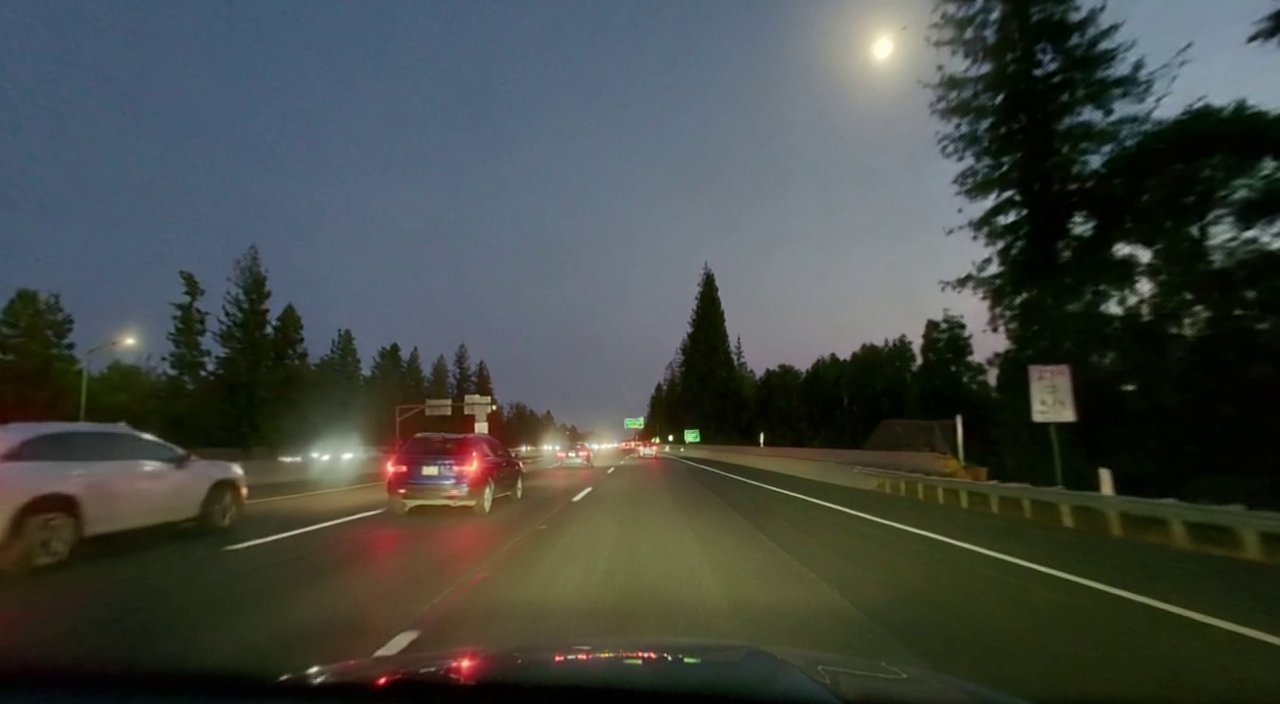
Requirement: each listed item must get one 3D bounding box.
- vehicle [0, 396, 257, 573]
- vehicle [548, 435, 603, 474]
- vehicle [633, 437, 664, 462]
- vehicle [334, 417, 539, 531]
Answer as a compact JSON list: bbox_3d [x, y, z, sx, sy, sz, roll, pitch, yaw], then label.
[{"bbox_3d":[-7.314,1.493,7.463,2.134,1.715,5.231,0,-8,1],"label":"vehicle"},{"bbox_3d":[-3.007,4.864,30.027,2.056,1.679,4.204,0,-8,2],"label":"vehicle"},{"bbox_3d":[0.620,7.347,47.354,2.285,1.797,4.478,0,-8,0],"label":"vehicle"},{"bbox_3d":[-3.425,2.181,11.904,2.040,1.672,5.122,0,-8,2],"label":"vehicle"}]
